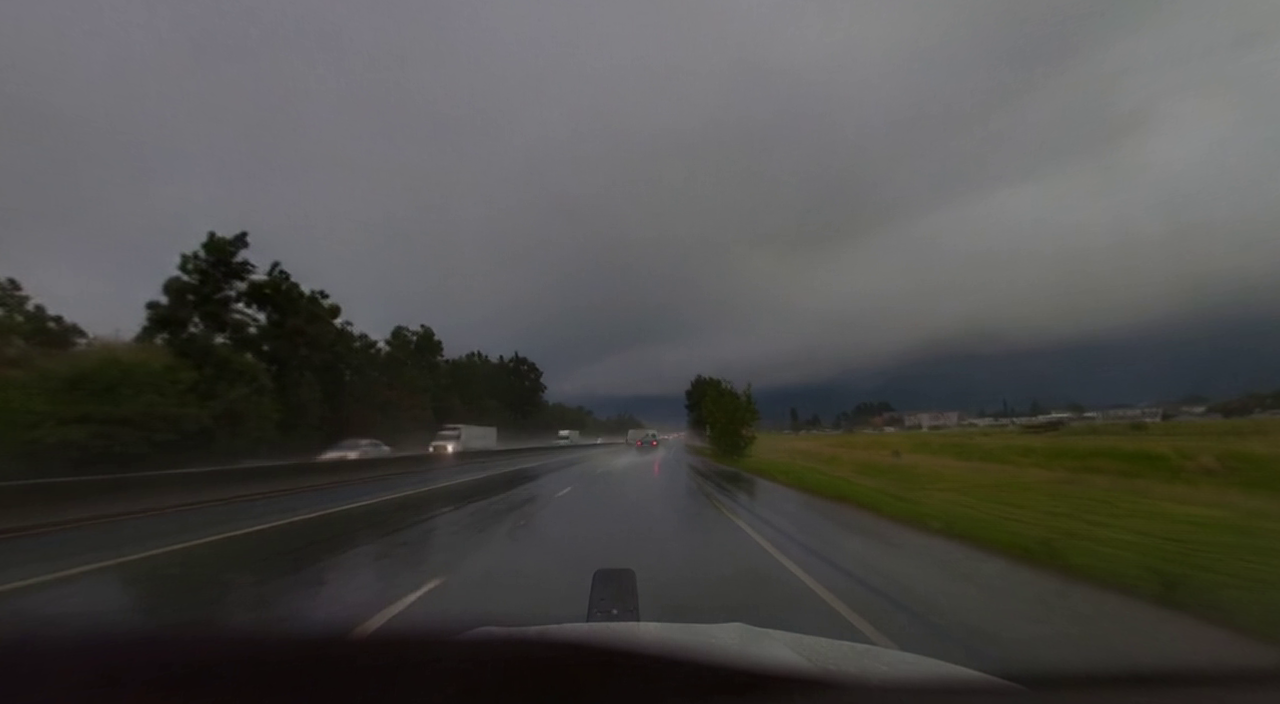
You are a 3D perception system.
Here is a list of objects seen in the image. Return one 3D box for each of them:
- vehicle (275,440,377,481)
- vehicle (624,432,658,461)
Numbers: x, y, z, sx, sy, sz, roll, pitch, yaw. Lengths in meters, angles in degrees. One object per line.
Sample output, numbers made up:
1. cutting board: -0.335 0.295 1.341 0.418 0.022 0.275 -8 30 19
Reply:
1. vehicle: -13.908 4.805 28.270 1.981 1.665 4.725 -1 -8 2
2. vehicle: 0.109 6.457 43.104 2.188 1.825 4.282 -1 -8 1
